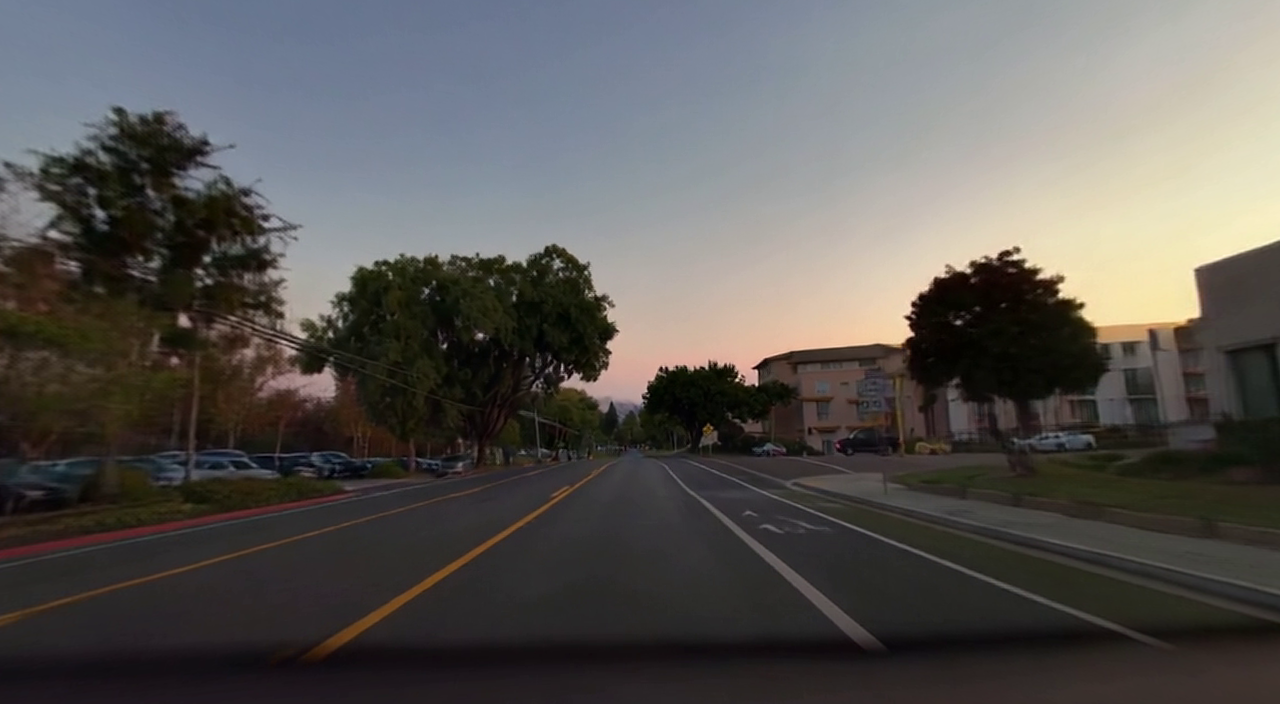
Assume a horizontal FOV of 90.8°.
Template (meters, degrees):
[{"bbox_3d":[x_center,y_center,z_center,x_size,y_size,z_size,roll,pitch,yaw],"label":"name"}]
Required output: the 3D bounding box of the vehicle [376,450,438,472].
[{"bbox_3d":[-17.337,8.099,46.971,4.708,1.472,1.994,-6,-10,36],"label":"vehicle"}]

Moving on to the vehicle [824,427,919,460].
[{"bbox_3d":[12.802,5.046,34.958,4.632,1.701,1.975,-4,-9,26],"label":"vehicle"}]

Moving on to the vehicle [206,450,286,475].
[{"bbox_3d":[-27.243,7.660,43.812,4.272,1.613,1.855,2,-8,-14],"label":"vehicle"}]

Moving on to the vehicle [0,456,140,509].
[{"bbox_3d":[-18.870,4.230,20.887,4.295,1.486,1.881,-4,-9,27],"label":"vehicle"}]

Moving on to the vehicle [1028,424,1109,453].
[{"bbox_3d":[23.185,4.681,34.137,4.694,1.496,1.845,5,-10,-33],"label":"vehicle"}]
